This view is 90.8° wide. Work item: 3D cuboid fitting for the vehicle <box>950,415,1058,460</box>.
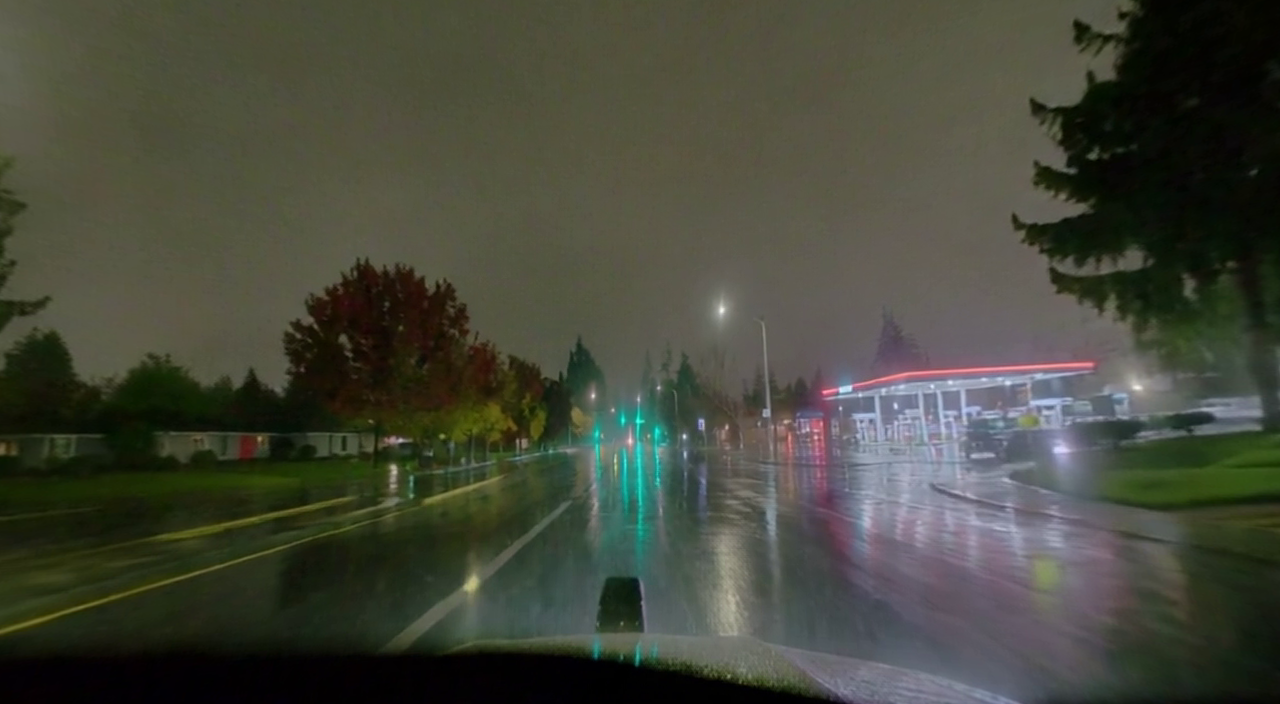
[{"bbox_3d":[17.339,4.074,30.454,2.314,1.921,5.069,-1,-7,2],"label":"vehicle"}]
